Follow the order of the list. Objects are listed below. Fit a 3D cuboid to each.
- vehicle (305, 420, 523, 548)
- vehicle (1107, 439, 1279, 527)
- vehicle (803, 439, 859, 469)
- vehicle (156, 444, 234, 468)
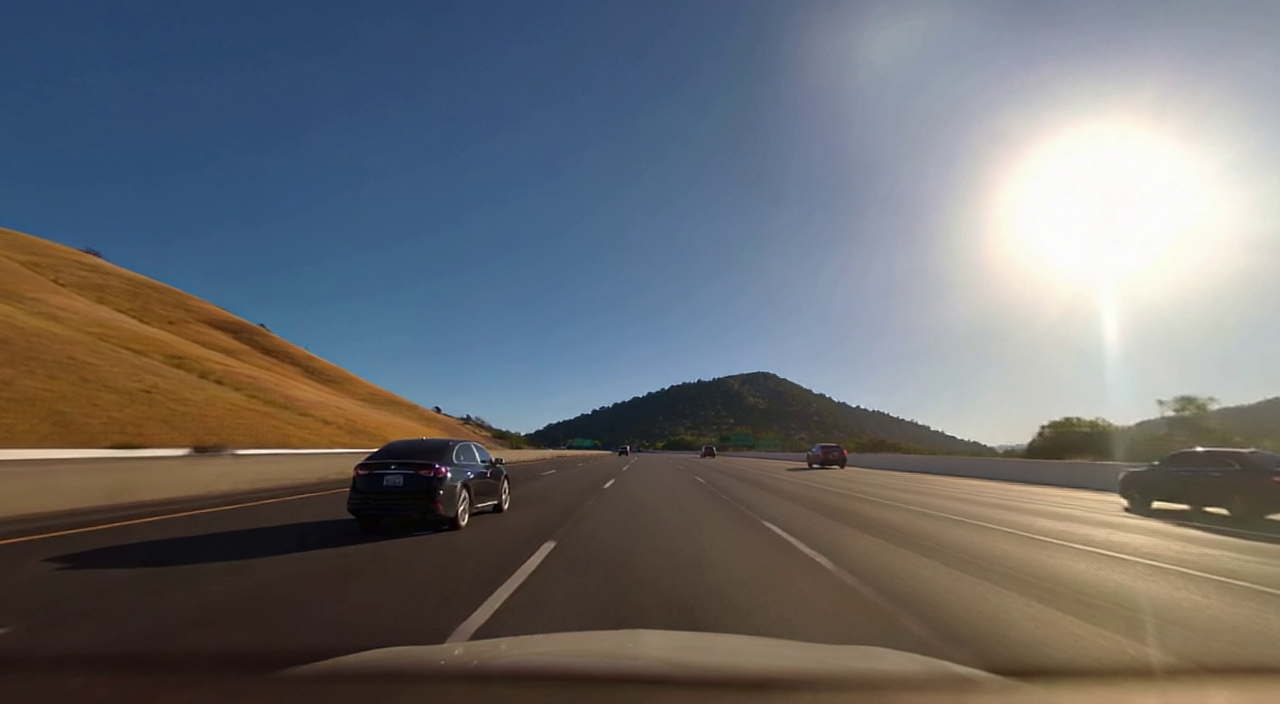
[{"bbox_3d":[-3.257,1.977,10.008,1.967,1.615,3.886,0,-8,1],"label":"vehicle"},{"bbox_3d":[11.561,2.382,11.807,1.982,1.443,4.635,0,-9,0],"label":"vehicle"},{"bbox_3d":[11.849,6.356,39.211,2.062,1.736,4.589,0,-8,0],"label":"vehicle"},{"bbox_3d":[-28.908,6.727,40.963,1.758,1.465,4.487,0,-8,1],"label":"vehicle"}]
